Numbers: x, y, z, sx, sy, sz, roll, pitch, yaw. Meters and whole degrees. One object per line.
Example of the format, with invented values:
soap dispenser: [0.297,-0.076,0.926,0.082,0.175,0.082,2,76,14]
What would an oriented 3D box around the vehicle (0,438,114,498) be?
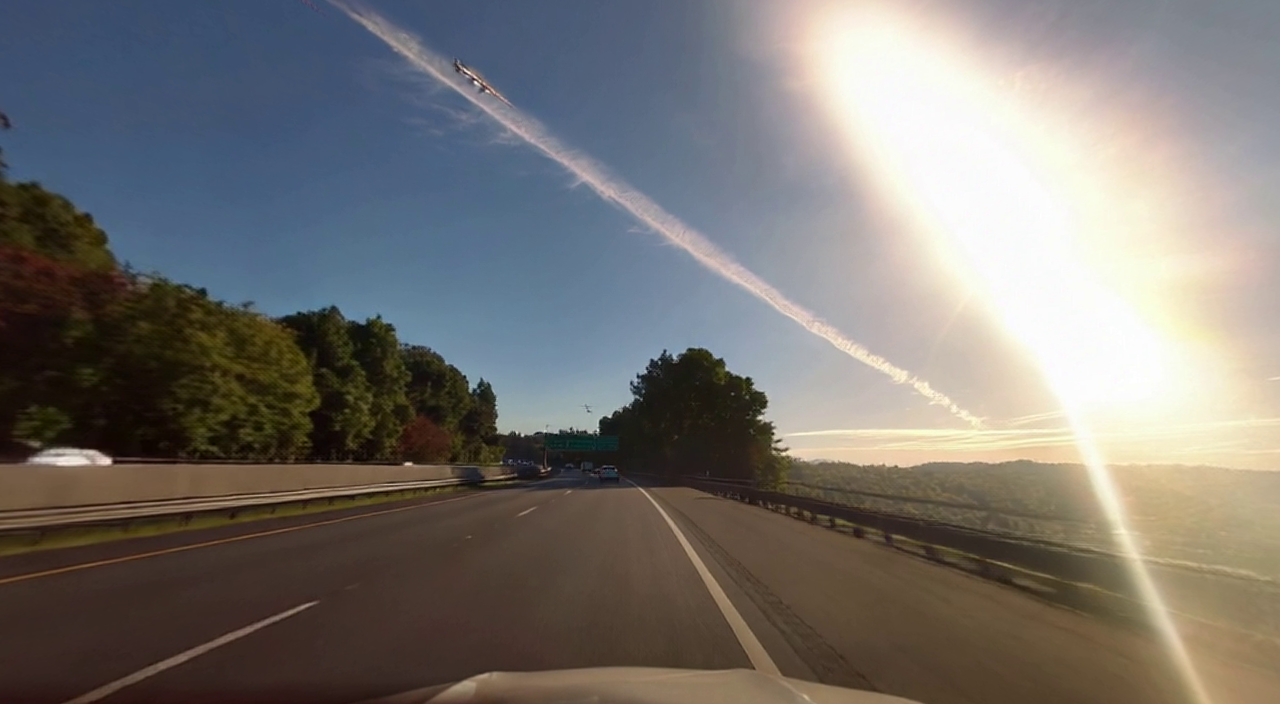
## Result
vehicle: [-18.199,3.380,18.391,1.874,1.601,4.334,1,-11,0]

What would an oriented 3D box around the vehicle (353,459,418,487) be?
vehicle: [-14.168,6.768,35.349,1.927,1.400,4.347,1,-11,-1]
